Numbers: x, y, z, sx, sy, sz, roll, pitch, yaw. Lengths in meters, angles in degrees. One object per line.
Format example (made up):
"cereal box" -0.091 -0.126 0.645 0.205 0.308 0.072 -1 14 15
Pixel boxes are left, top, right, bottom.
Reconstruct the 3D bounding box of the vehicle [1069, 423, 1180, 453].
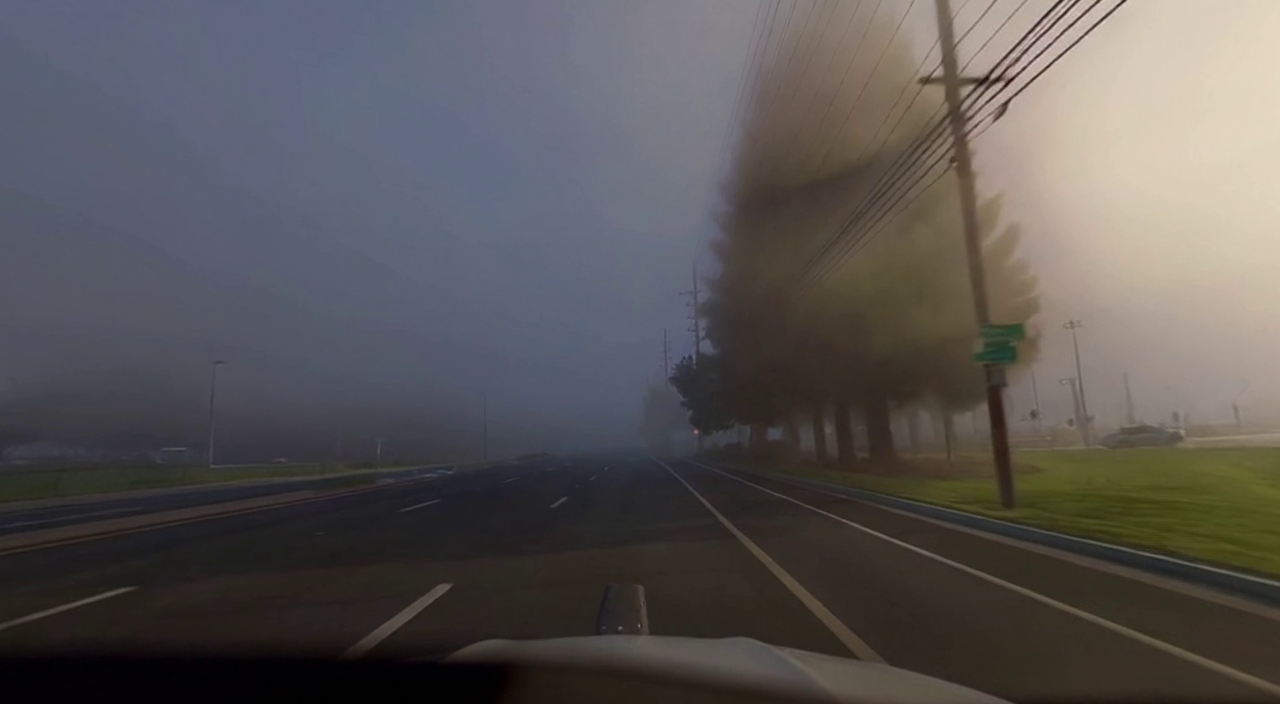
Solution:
"vehicle" 25.413 4.590 33.412 1.996 1.442 4.785 0 -8 -2
